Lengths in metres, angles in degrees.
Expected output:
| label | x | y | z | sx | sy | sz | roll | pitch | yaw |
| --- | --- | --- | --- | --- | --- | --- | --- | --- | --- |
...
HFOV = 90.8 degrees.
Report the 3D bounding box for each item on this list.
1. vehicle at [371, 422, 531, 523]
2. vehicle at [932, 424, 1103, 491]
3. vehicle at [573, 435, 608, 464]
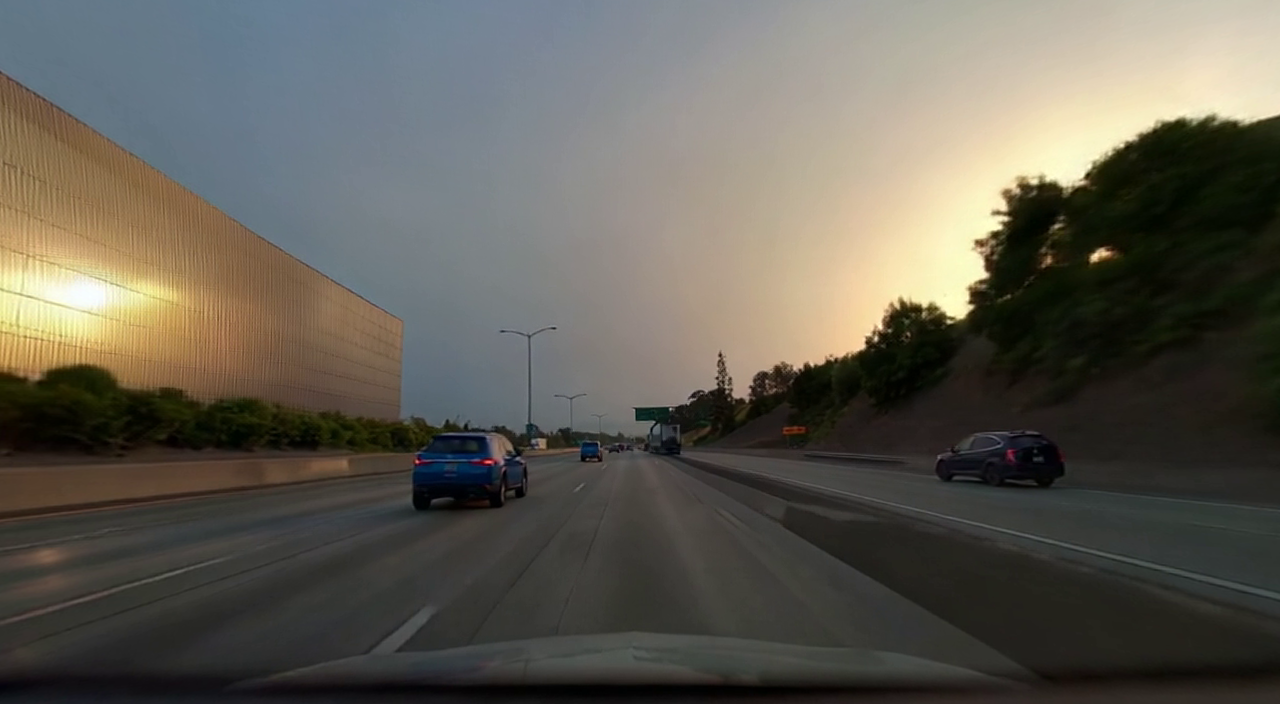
| label | x | y | z | sx | sy | sz | roll | pitch | yaw |
| --- | --- | --- | --- | --- | --- | --- | --- | --- | --- |
| vehicle | -3.615 | 2.406 | 13.054 | 2.039 | 1.710 | 4.237 | 0 | -9 | -1 |
| vehicle | 11.444 | 3.267 | 19.756 | 2.089 | 1.787 | 5.080 | 0 | -9 | -2 |
| vehicle | -3.646 | 7.346 | 47.720 | 2.284 | 2.022 | 5.752 | 0 | -9 | -1 |
